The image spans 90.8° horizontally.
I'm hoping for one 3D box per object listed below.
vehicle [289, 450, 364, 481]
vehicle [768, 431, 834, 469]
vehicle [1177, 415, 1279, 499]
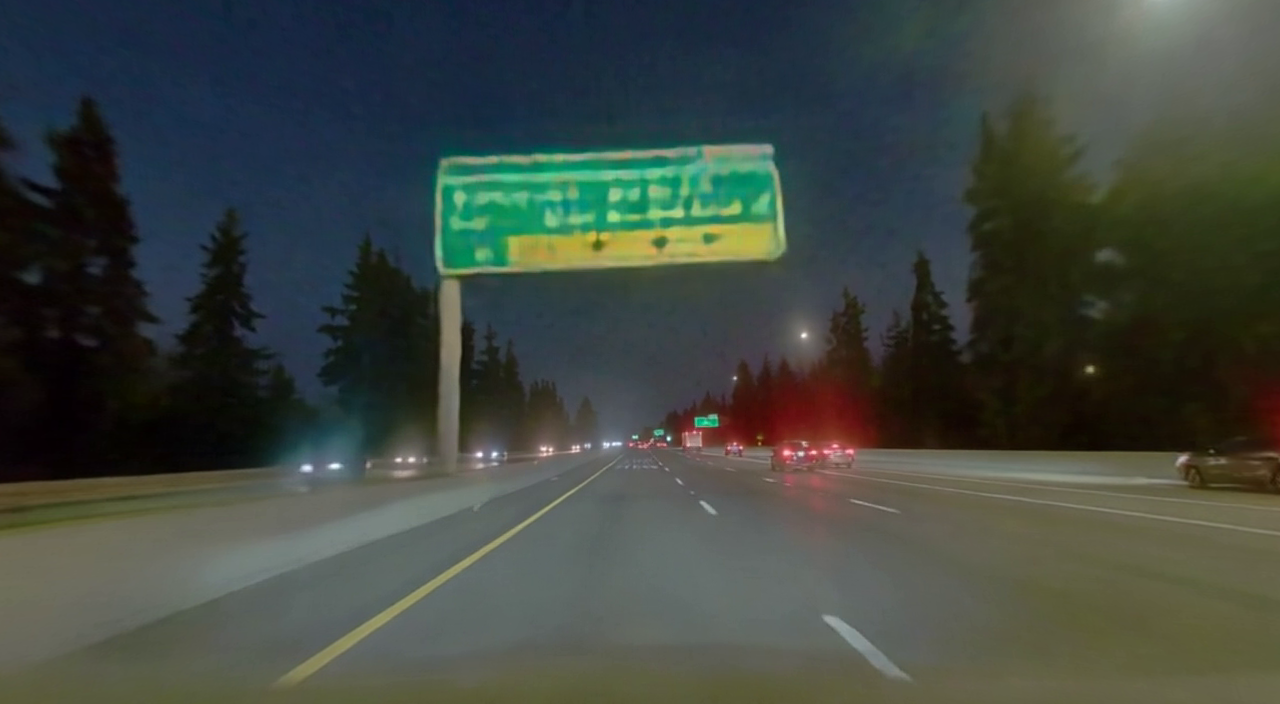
[{"bbox_3d":[-17.040,6.165,34.583,1.835,1.496,4.318,1,-9,0],"label":"vehicle"},{"bbox_3d":[8.333,5.142,33.199,2.098,1.820,4.505,0,-9,-2],"label":"vehicle"},{"bbox_3d":[14.143,2.191,13.163,1.957,1.709,4.387,0,-9,-1],"label":"vehicle"}]
